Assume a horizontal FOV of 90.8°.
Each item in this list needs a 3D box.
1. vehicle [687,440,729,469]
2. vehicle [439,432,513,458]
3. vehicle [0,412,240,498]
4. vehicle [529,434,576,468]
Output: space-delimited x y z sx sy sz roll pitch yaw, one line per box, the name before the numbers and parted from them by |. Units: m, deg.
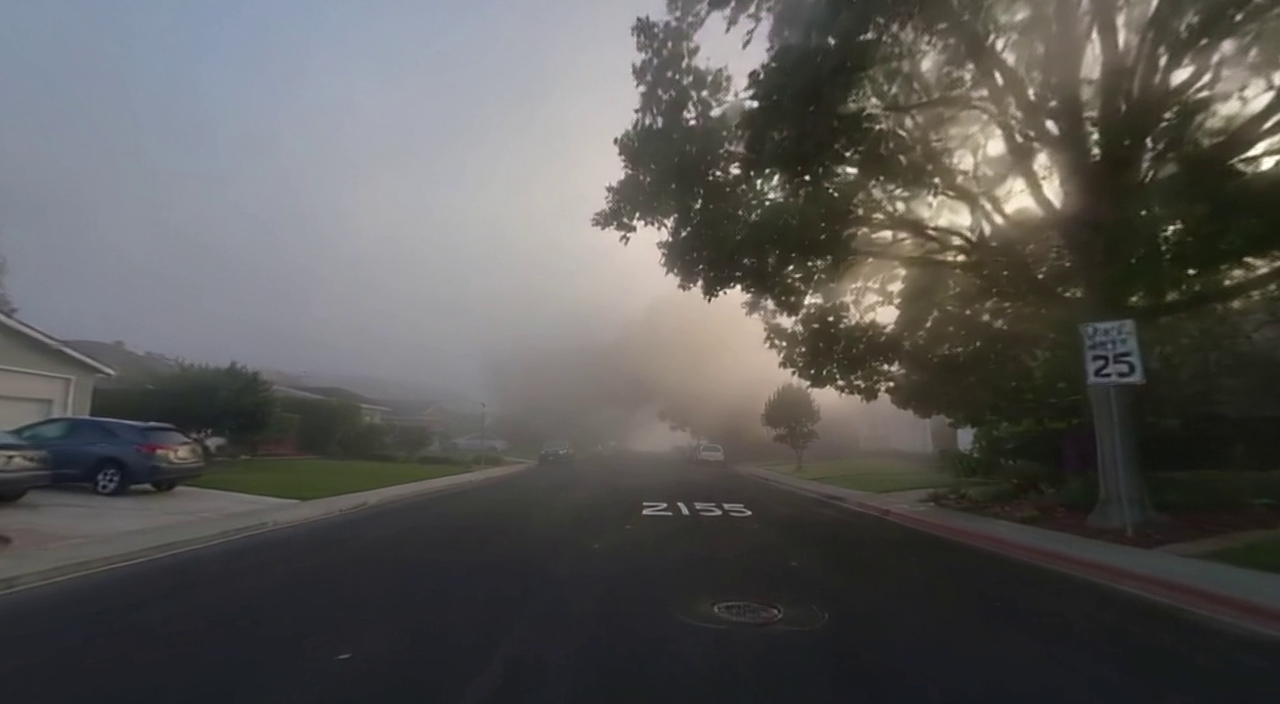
vehicle | 4.227 6.440 39.923 2.033 1.730 4.554 0 -9 -1
vehicle | -12.447 7.067 48.086 5.024 1.903 2.102 0 -9 1
vehicle | -11.520 2.180 13.498 4.599 1.671 1.942 0 -9 2
vehicle | -5.539 6.401 40.815 2.322 1.949 5.695 -1 -9 -1
